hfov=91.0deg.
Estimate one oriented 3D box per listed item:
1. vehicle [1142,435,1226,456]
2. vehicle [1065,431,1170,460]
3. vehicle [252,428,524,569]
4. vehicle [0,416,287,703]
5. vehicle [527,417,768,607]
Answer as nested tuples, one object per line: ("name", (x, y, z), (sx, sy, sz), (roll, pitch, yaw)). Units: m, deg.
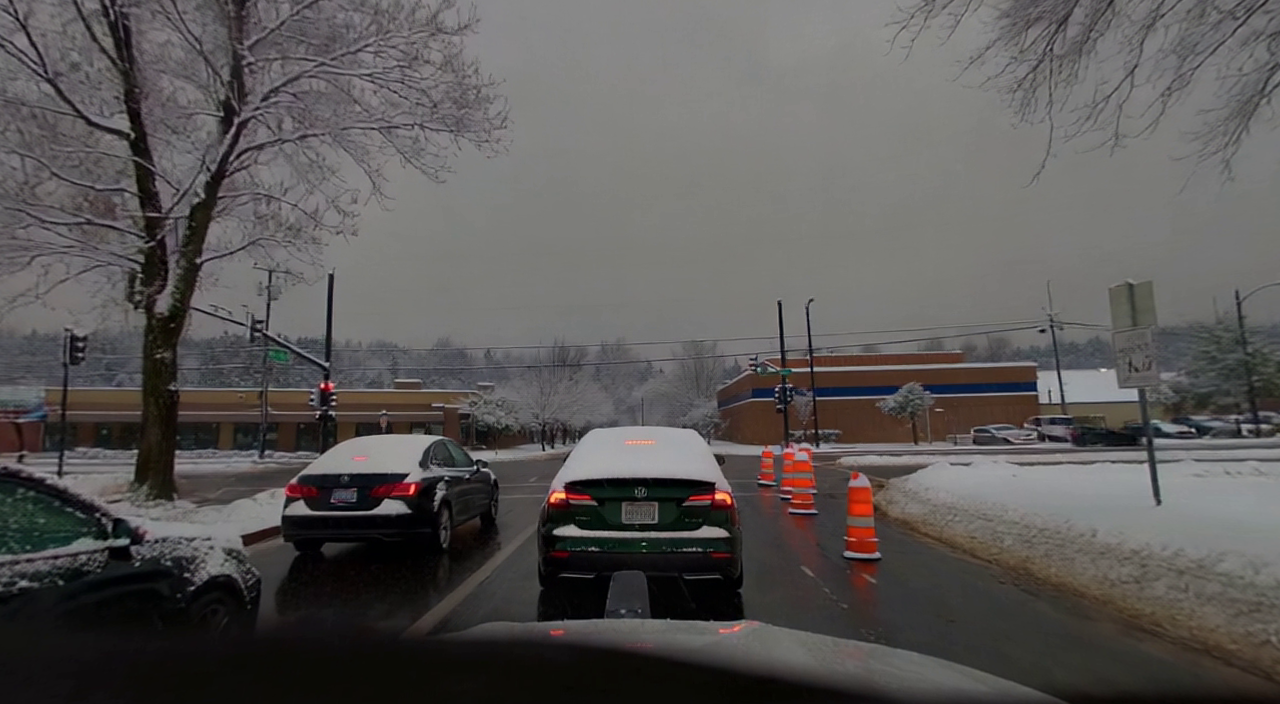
("vehicle", (40.730, 7.043, 47.202), (4.581, 1.480, 1.752), (1, -9, 0))
("vehicle", (30.904, 6.090, 40.901), (5.043, 1.759, 2.085), (0, -9, 2))
("vehicle", (-3.274, 1.999, 9.439), (1.989, 1.541, 4.626), (0, -9, 2))
("vehicle", (-3.596, 0.946, 2.146), (1.964, 1.497, 4.722), (0, -9, 1))
("vehicle", (0.107, 1.625, 7.205), (2.021, 1.560, 3.676), (0, -9, 1))
